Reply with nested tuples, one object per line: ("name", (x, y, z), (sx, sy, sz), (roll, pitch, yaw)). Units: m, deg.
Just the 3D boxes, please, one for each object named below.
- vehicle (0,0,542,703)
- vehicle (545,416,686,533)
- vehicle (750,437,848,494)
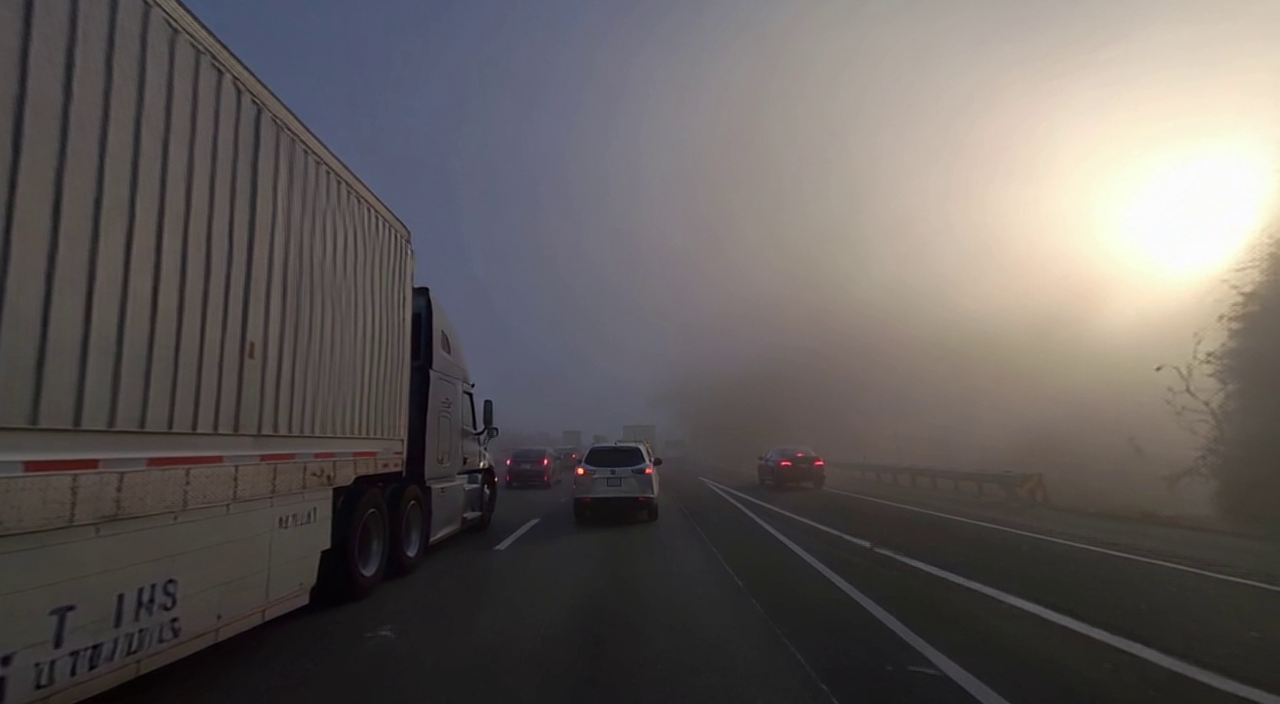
("vehicle", (-3.687, 0.184, 6.080), (2.857, 4.063, 16.026), (0, -8, 0))
("vehicle", (-0.363, 2.192, 11.719), (2.152, 1.779, 3.924), (0, -9, 0))
("vehicle", (4.816, 3.501, 19.744), (1.937, 1.601, 3.798), (0, -9, -2))
